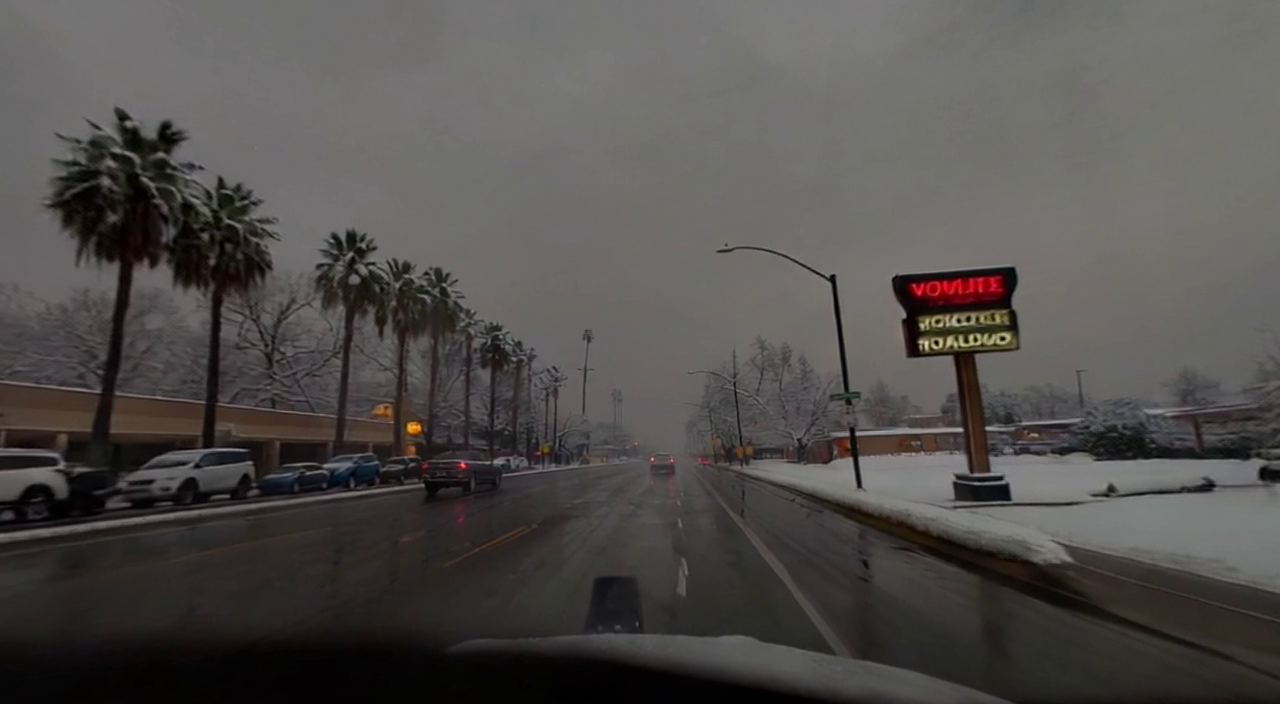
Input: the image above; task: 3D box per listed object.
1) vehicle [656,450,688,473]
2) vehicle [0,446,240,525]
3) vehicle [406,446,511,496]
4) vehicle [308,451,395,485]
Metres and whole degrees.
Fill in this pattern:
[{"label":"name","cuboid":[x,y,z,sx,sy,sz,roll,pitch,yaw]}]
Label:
[{"label":"vehicle","cuboid":[2.325,7.729,44.766,2.139,1.461,4.918,0,-8,3]},{"label":"vehicle","cuboid":[-11.919,2.929,14.572,1.981,1.493,4.721,0,-8,3]},{"label":"vehicle","cuboid":[-6.126,4.039,21.911,2.090,1.520,4.452,0,-8,4]},{"label":"vehicle","cuboid":[-14.106,5.679,31.119,1.874,1.488,4.612,0,-8,4]}]
